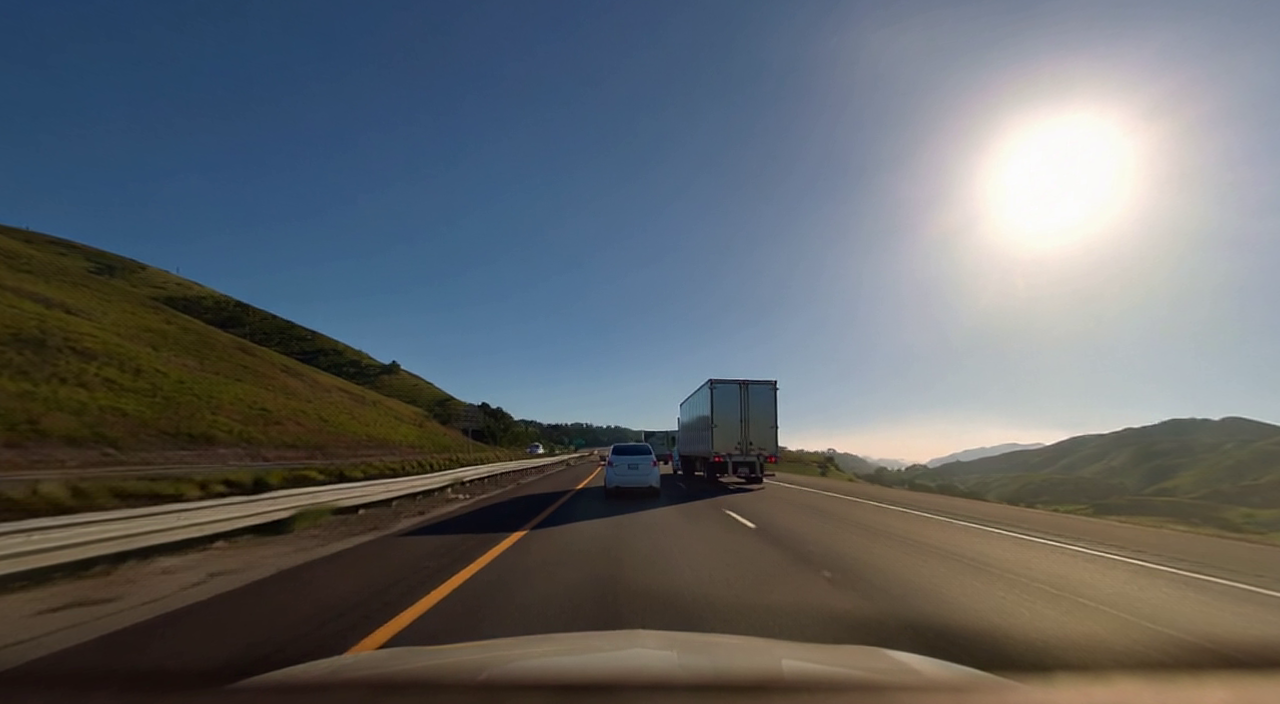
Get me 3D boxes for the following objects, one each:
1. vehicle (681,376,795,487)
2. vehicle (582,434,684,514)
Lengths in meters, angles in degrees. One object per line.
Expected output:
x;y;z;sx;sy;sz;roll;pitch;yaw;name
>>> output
4.033;3.937;30.063;2.812;4.024;14.098;0;-9;-1;vehicle
-0.170;2.832;15.067;2.109;1.639;3.768;0;-9;-1;vehicle
